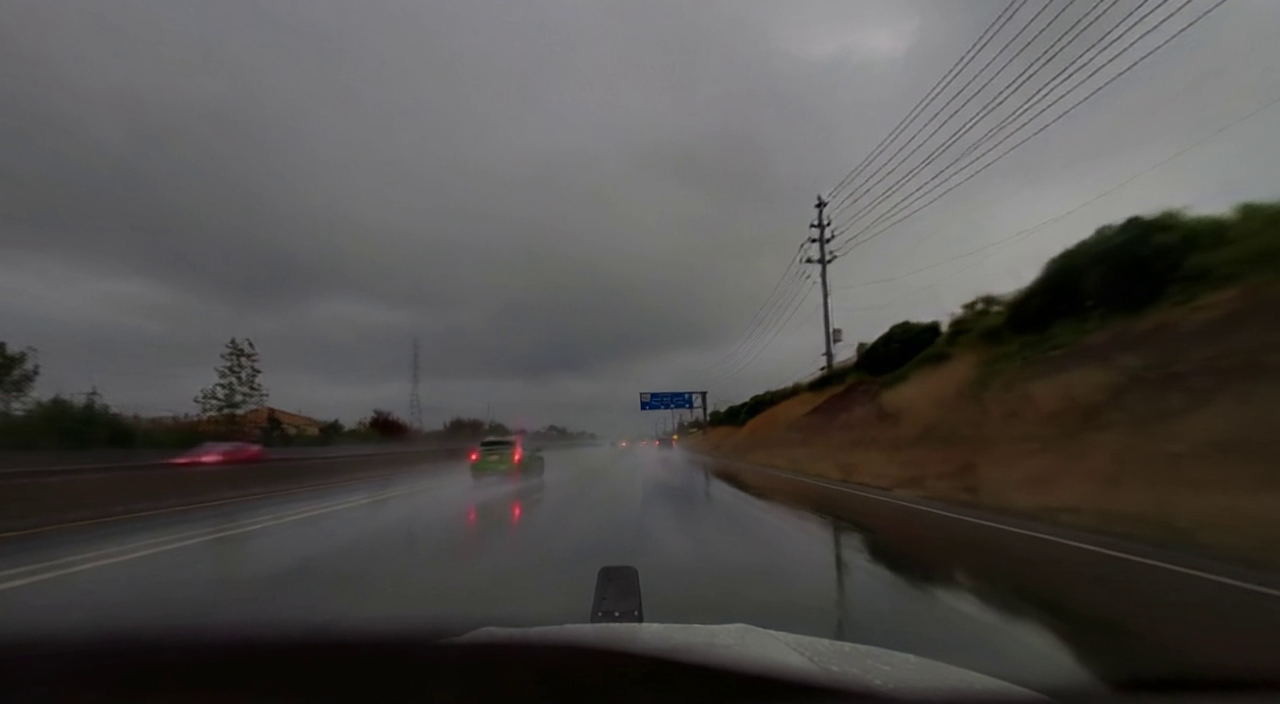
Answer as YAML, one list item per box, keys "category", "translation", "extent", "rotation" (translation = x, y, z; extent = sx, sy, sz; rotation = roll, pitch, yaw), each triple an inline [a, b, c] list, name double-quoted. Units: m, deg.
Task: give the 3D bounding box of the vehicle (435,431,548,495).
- category: "vehicle"
  translation: [-3.978, 3.061, 17.836]
  extent: [2.016, 1.543, 4.870]
  rotation: [0, -8, 0]
